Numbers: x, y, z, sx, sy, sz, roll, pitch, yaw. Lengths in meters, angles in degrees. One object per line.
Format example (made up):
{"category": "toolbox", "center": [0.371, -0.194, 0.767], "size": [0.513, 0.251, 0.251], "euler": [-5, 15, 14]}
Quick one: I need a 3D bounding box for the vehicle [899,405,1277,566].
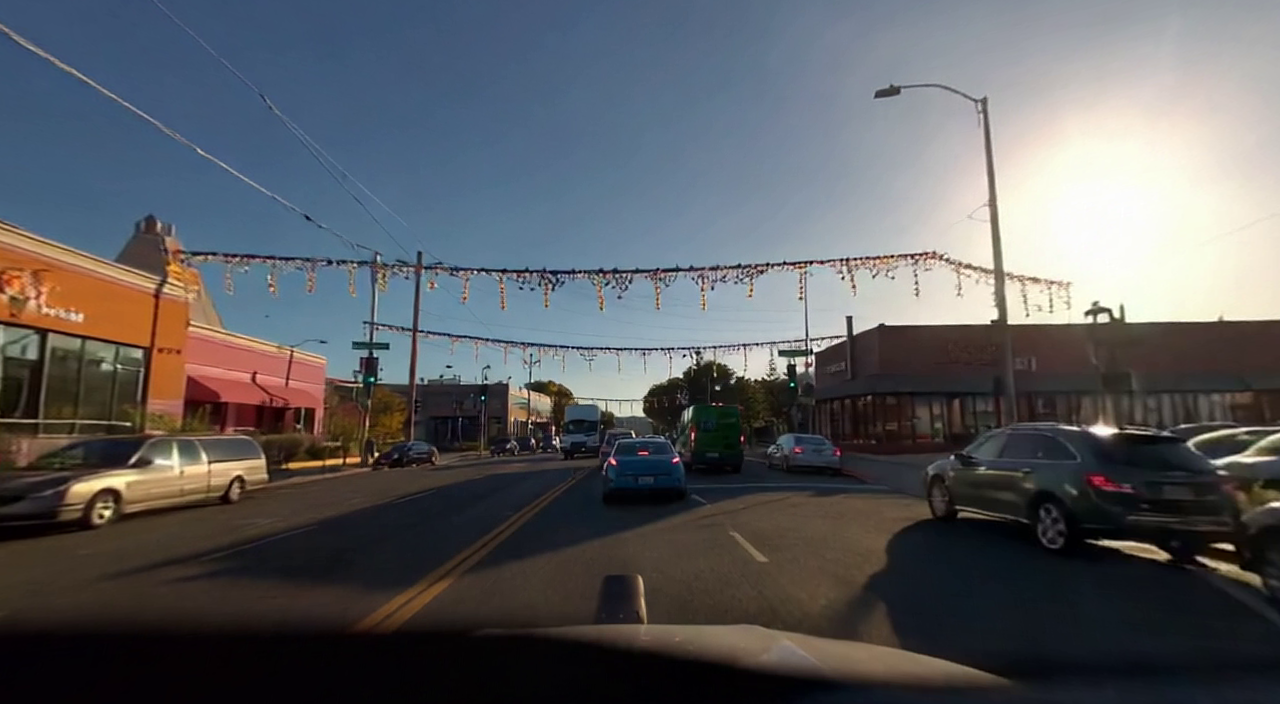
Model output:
{"category": "vehicle", "center": [6.048, 1.855, 9.625], "size": [2.079, 1.788, 4.974], "euler": [0, -8, 0]}

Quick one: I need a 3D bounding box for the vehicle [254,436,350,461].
{"category": "vehicle", "center": [-20.949, 6.018, 39.324], "size": [4.877, 1.477, 1.826], "euler": [0, -8, -2]}

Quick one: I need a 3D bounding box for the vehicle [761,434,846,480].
{"category": "vehicle", "center": [5.810, 3.784, 23.016], "size": [1.824, 1.481, 4.057], "euler": [0, -8, -3]}

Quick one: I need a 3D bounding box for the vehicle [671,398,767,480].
{"category": "vehicle", "center": [2.664, 3.193, 23.118], "size": [2.649, 2.583, 5.800], "euler": [0, -8, -1]}

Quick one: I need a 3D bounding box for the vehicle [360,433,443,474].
{"category": "vehicle", "center": [-9.973, 4.296, 26.799], "size": [1.962, 1.529, 4.109], "euler": [2, -9, -2]}

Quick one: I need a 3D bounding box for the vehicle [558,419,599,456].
{"category": "vehicle", "center": [-4.322, 6.207, 45.720], "size": [2.422, 2.461, 6.043], "euler": [0, -8, -1]}

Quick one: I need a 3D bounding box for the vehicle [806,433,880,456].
{"category": "vehicle", "center": [13.171, 6.042, 41.074], "size": [4.185, 1.419, 1.686], "euler": [1, -9, -5]}

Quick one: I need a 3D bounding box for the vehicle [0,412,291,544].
{"category": "vehicle", "center": [-9.518, 2.265, 12.186], "size": [2.385, 1.915, 5.803], "euler": [0, -8, -2]}

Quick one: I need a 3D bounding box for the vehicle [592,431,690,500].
{"category": "vehicle", "center": [-0.080, 2.776, 15.883], "size": [2.112, 1.464, 4.411], "euler": [0, -8, -2]}
